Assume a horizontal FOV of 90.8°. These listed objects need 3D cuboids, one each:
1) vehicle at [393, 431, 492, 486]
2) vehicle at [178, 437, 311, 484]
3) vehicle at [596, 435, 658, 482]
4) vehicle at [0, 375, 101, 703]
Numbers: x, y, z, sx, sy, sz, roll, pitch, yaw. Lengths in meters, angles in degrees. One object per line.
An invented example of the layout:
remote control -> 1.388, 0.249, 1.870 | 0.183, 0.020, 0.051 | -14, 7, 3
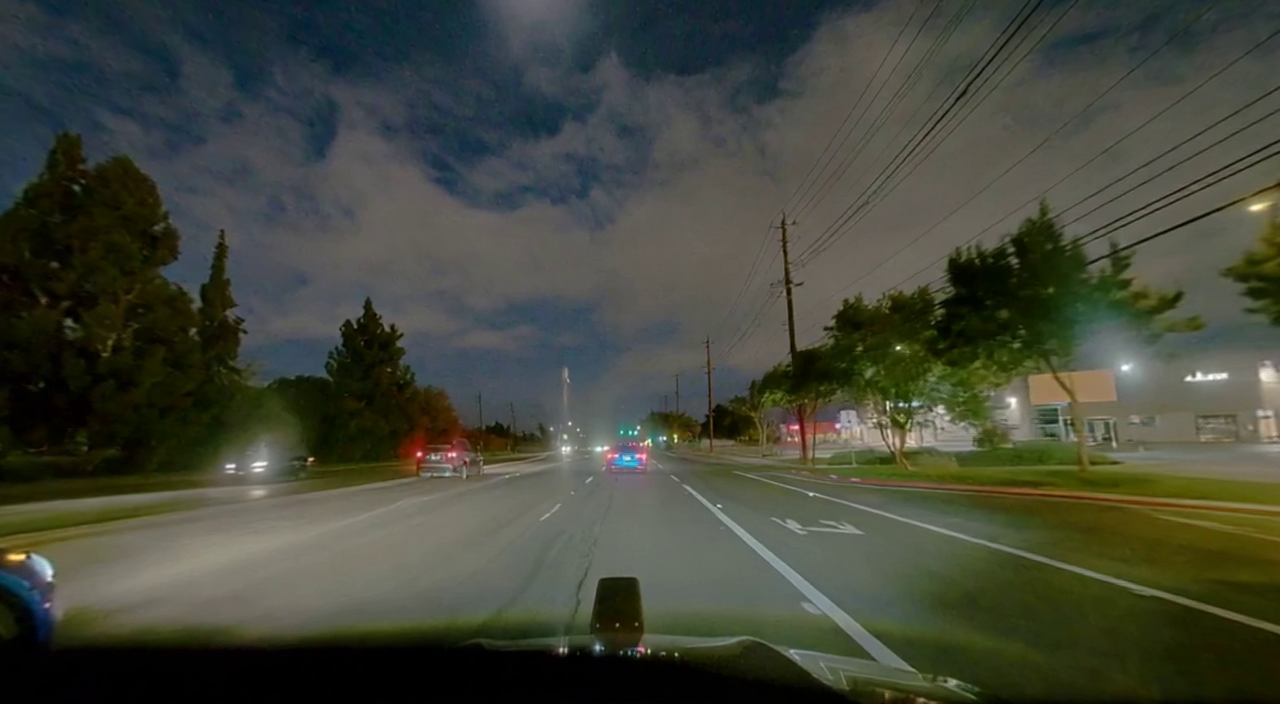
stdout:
vehicle -> -7.167, 3.924, 23.542 | 2.203, 1.819, 4.547 | 0, -8, 0
vehicle -> -18.383, 5.072, 29.848 | 2.267, 1.962, 5.820 | -1, -8, 3
vehicle -> -0.487, 4.105, 24.616 | 2.189, 1.652, 4.135 | 0, -8, 0
vehicle -> -3.689, 0.611, 0.650 | 1.985, 1.607, 4.892 | 0, -8, -1
